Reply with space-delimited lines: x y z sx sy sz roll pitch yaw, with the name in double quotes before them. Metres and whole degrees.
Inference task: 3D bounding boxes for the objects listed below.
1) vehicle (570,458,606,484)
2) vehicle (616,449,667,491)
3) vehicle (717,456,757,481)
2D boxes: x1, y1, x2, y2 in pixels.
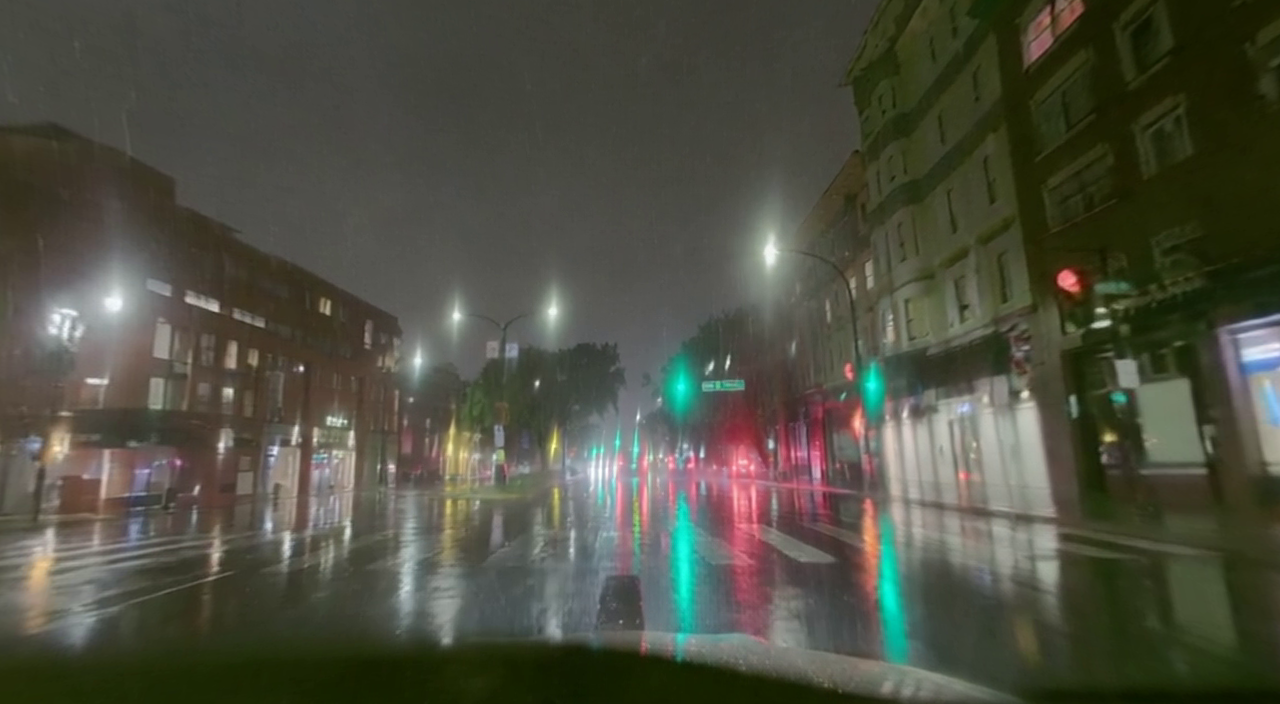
"vehicle" -3.256 7.535 40.307 2.014 1.470 4.552 0 -8 -1
"vehicle" 0.000 5.442 29.603 2.223 1.775 4.250 0 -8 -1
"vehicle" 6.732 8.103 44.257 2.069 1.590 4.066 0 -8 -1
